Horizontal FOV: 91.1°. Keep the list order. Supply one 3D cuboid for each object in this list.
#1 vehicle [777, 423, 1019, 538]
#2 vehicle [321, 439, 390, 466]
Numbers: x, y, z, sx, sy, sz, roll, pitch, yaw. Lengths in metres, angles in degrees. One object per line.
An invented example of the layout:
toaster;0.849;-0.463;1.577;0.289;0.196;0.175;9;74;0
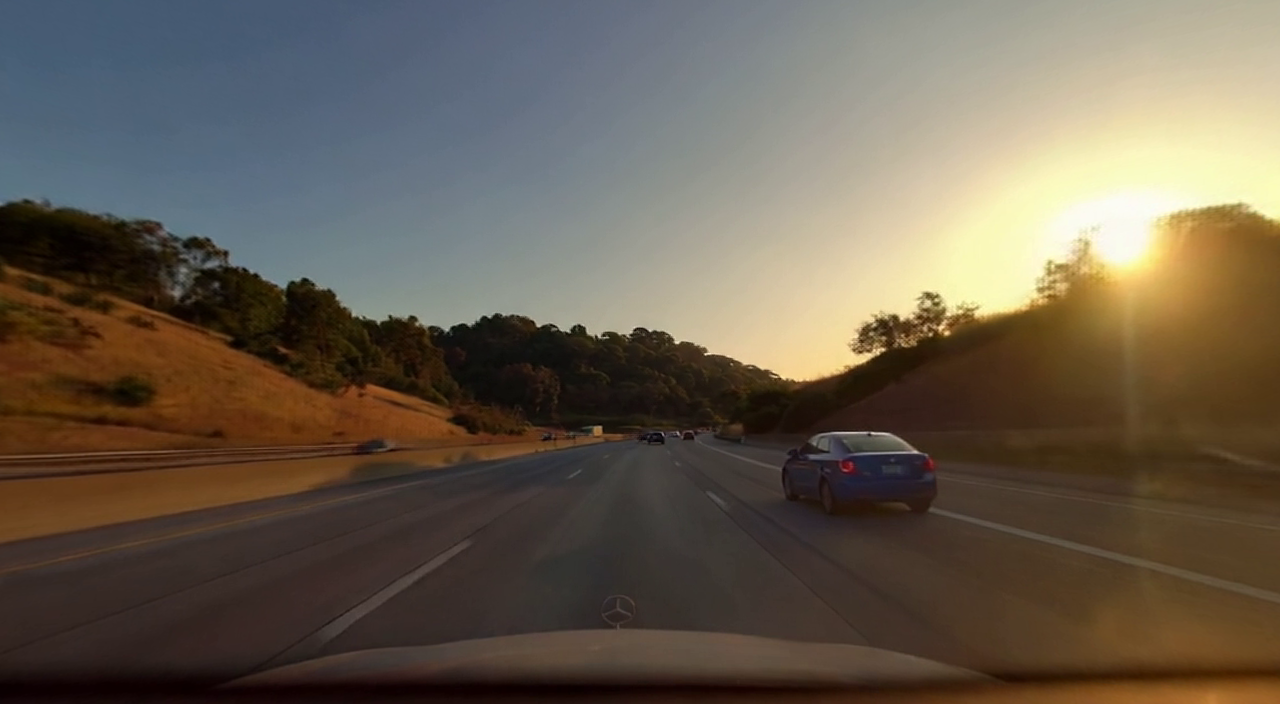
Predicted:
vehicle;3.769;1.924;10.204;1.982;1.452;4.294;0;-8;-2
vehicle;-16.777;5.927;37.324;1.901;1.459;4.603;0;-8;0
